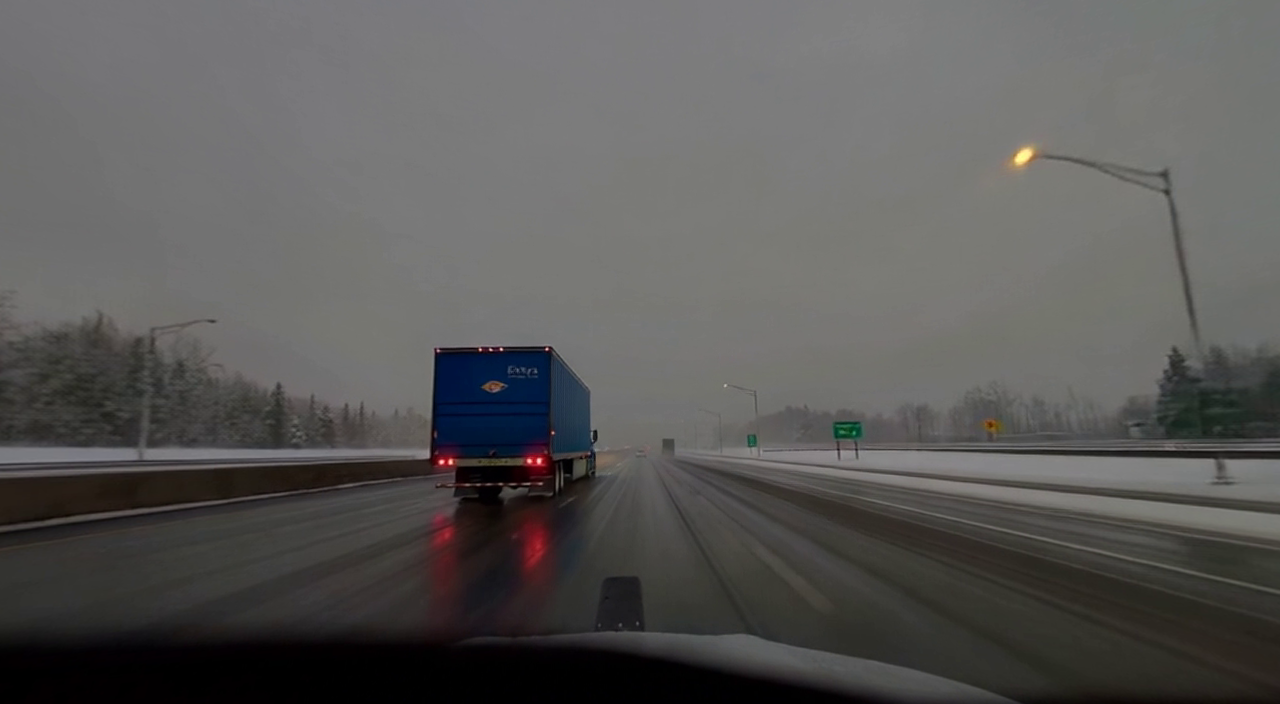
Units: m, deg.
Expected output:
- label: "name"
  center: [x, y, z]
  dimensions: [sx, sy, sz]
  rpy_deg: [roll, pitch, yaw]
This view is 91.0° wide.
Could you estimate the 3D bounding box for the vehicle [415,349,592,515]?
- label: "vehicle"
  center: [-3.148, 2.291, 17.388]
  dimensions: [2.922, 3.458, 8.360]
  rpy_deg: [0, -9, 1]
